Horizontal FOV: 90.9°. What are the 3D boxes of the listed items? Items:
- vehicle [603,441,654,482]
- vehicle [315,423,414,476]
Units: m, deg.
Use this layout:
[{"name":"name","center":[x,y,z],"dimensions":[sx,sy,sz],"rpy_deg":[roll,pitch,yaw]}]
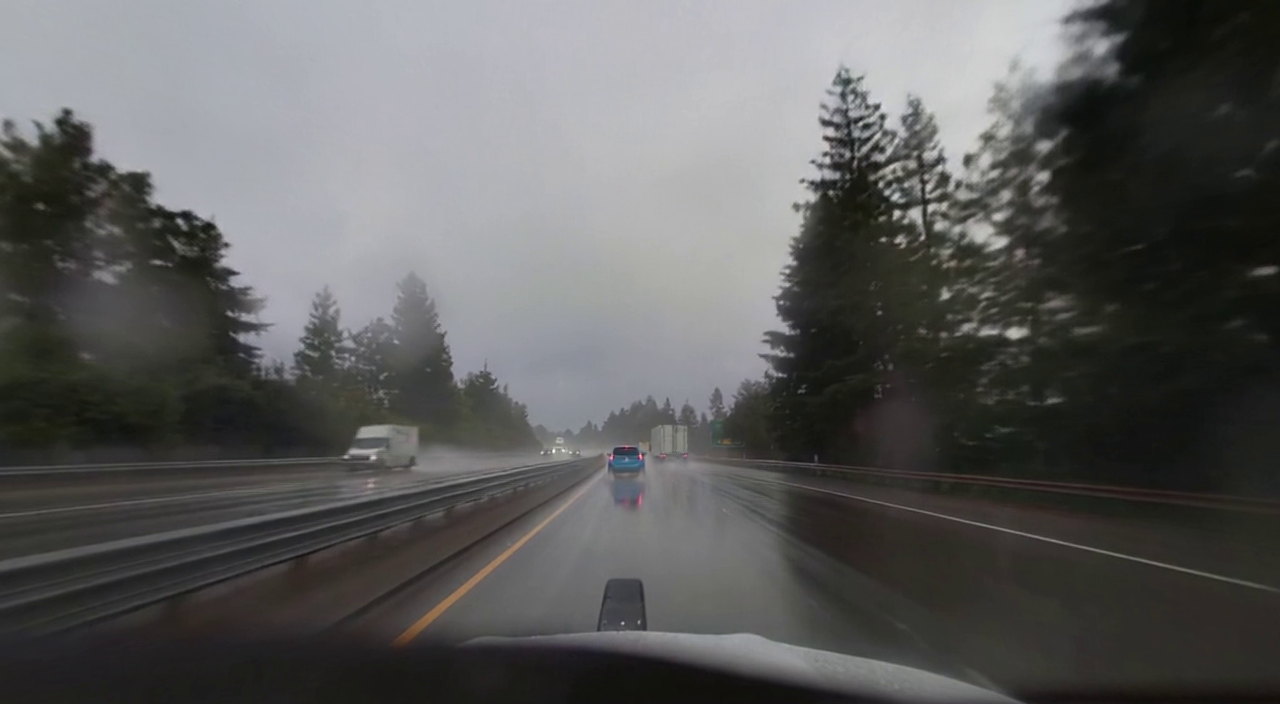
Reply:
[{"name":"vehicle","center":[-0.527,4.993,28.883],"dimensions":[2.190,1.706,4.062],"rpy_deg":[0,-9,-1]},{"name":"vehicle","center":[-12.980,4.691,30.239],"dimensions":[2.298,2.264,5.462],"rpy_deg":[0,-9,-1]}]
